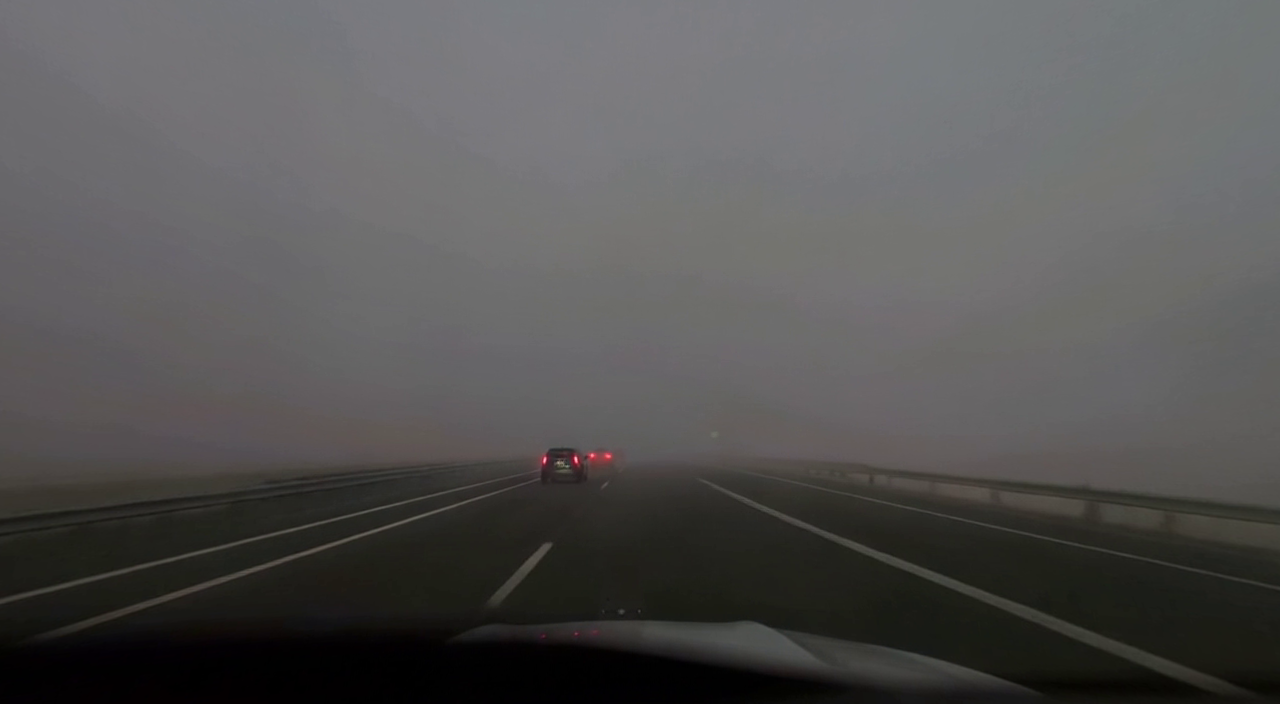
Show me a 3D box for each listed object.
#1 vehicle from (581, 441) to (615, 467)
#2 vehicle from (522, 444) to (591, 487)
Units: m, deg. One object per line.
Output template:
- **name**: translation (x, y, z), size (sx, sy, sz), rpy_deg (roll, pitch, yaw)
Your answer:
- **vehicle**: translation (-3.076, 7.614, 47.093), size (2.177, 1.852, 4.427), rpy_deg (0, -9, 1)
- **vehicle**: translation (-3.219, 4.504, 25.340), size (2.044, 1.527, 4.607), rpy_deg (0, -9, 1)
